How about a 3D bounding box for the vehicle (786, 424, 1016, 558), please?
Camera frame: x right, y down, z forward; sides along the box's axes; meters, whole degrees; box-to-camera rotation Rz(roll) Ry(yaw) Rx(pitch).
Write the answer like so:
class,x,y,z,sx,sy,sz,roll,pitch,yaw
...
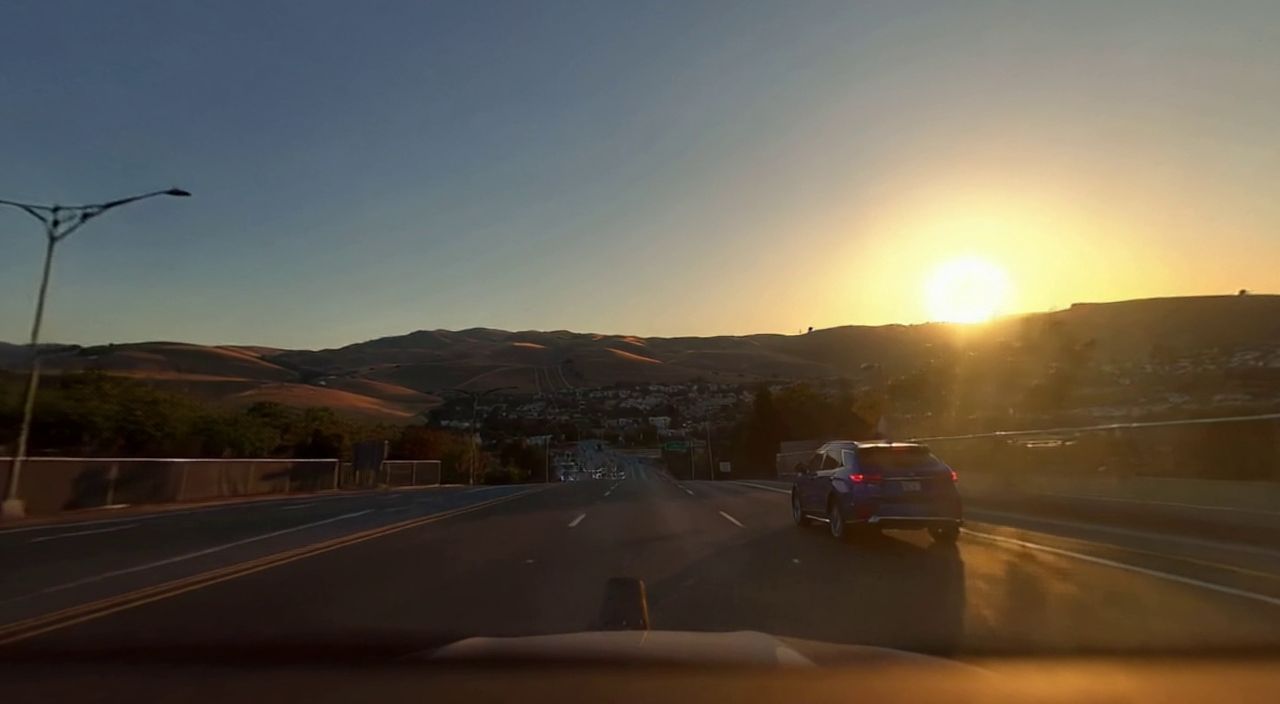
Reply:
class,x,y,z,sx,sy,sz,roll,pitch,yaw
vehicle,3.935,2.161,10.494,1.989,1.730,4.324,0,-9,1
